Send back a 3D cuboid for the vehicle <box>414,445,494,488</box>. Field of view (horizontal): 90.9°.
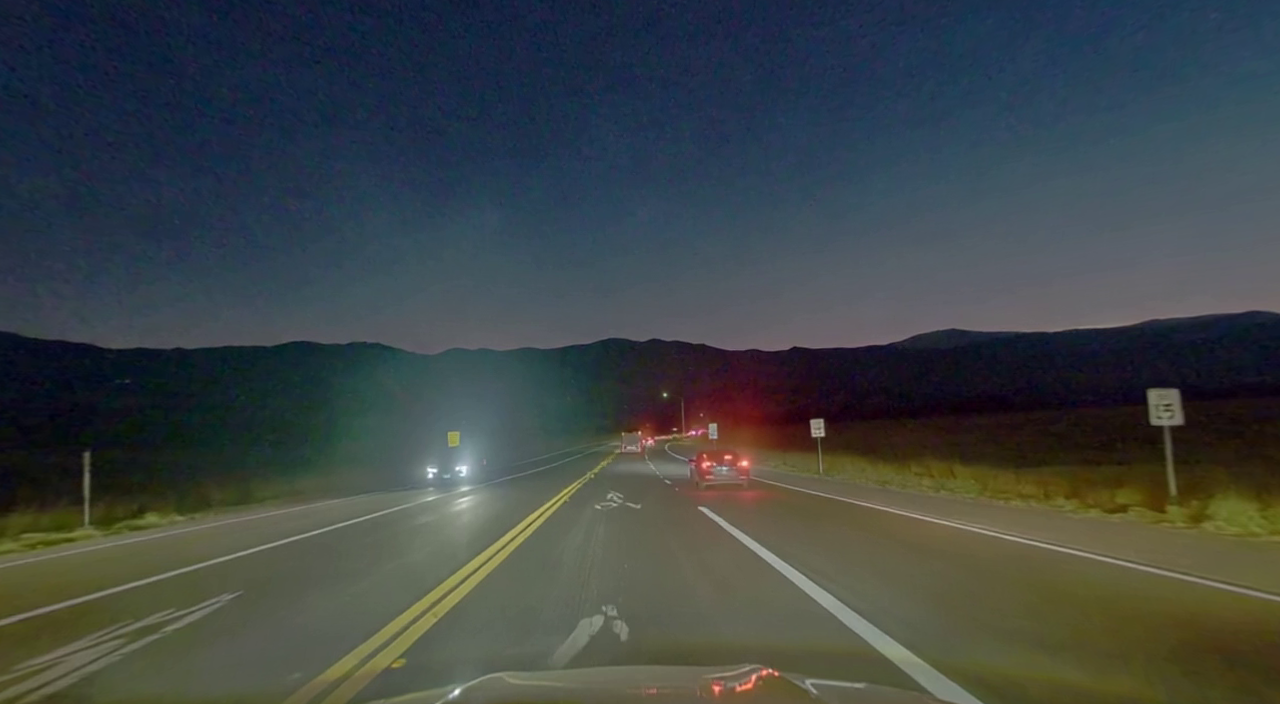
[{"bbox_3d":[-8.227,5.094,28.477,2.168,1.748,4.811,0,-8,0],"label":"vehicle"}]

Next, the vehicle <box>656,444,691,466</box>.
[{"bbox_3d":[2.358,7.381,45.318,2.048,1.468,4.490,0,-8,-3],"label":"vehicle"}]

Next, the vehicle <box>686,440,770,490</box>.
[{"bbox_3d":[2.903,3.849,21.815,2.026,1.531,4.273,0,-8,-4],"label":"vehicle"}]
